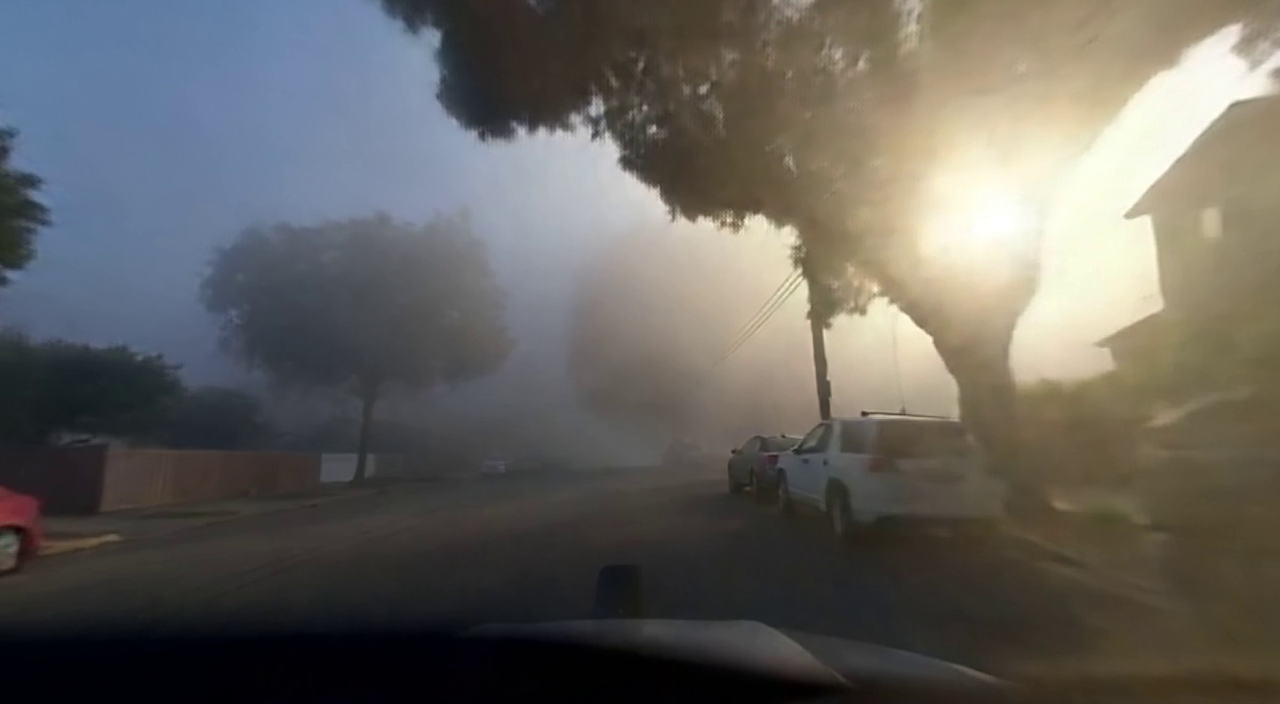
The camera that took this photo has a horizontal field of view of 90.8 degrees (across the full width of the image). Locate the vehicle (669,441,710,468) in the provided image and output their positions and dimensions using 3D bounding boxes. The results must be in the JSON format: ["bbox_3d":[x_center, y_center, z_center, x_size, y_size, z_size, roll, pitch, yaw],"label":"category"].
[{"bbox_3d":[2.929,6.224,38.426,1.927,1.529,4.144,0,-8,-3],"label":"vehicle"}]

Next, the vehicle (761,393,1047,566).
[{"bbox_3d":[3.149,1.635,8.807,1.928,1.751,4.537,0,-8,-1],"label":"vehicle"}]

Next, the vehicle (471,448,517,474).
[{"bbox_3d":[-8.795,6.581,38.479,1.937,1.427,4.510,0,-8,-3],"label":"vehicle"}]

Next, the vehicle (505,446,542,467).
[{"bbox_3d":[-9.121,8.188,49.754,2.027,1.584,4.476,0,-8,1],"label":"vehicle"}]
